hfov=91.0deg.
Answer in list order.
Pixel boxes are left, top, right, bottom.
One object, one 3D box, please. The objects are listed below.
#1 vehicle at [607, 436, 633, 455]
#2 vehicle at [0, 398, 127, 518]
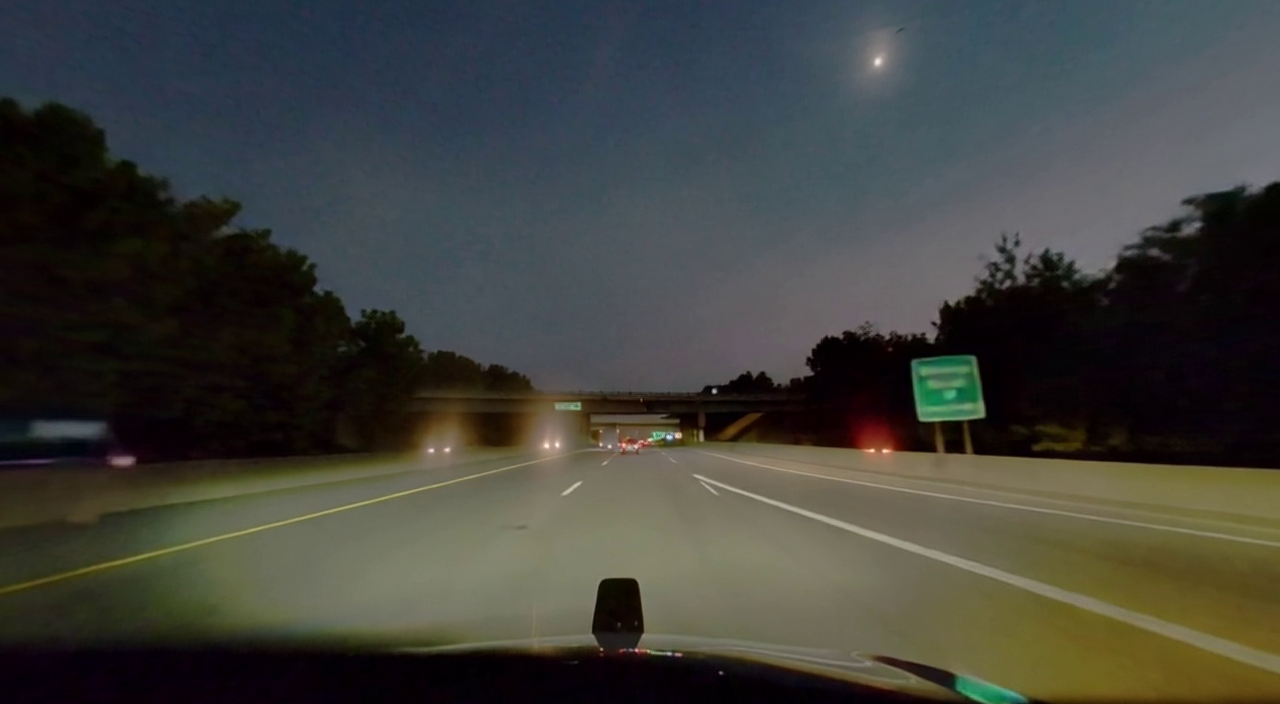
[{"bbox_3d":[-1.623,7.391,49.984,1.952,1.438,3.702,0,-8,-3],"label":"vehicle"},{"bbox_3d":[-16.315,2.575,15.326,2.555,2.773,5.874,0,-8,0],"label":"vehicle"}]
